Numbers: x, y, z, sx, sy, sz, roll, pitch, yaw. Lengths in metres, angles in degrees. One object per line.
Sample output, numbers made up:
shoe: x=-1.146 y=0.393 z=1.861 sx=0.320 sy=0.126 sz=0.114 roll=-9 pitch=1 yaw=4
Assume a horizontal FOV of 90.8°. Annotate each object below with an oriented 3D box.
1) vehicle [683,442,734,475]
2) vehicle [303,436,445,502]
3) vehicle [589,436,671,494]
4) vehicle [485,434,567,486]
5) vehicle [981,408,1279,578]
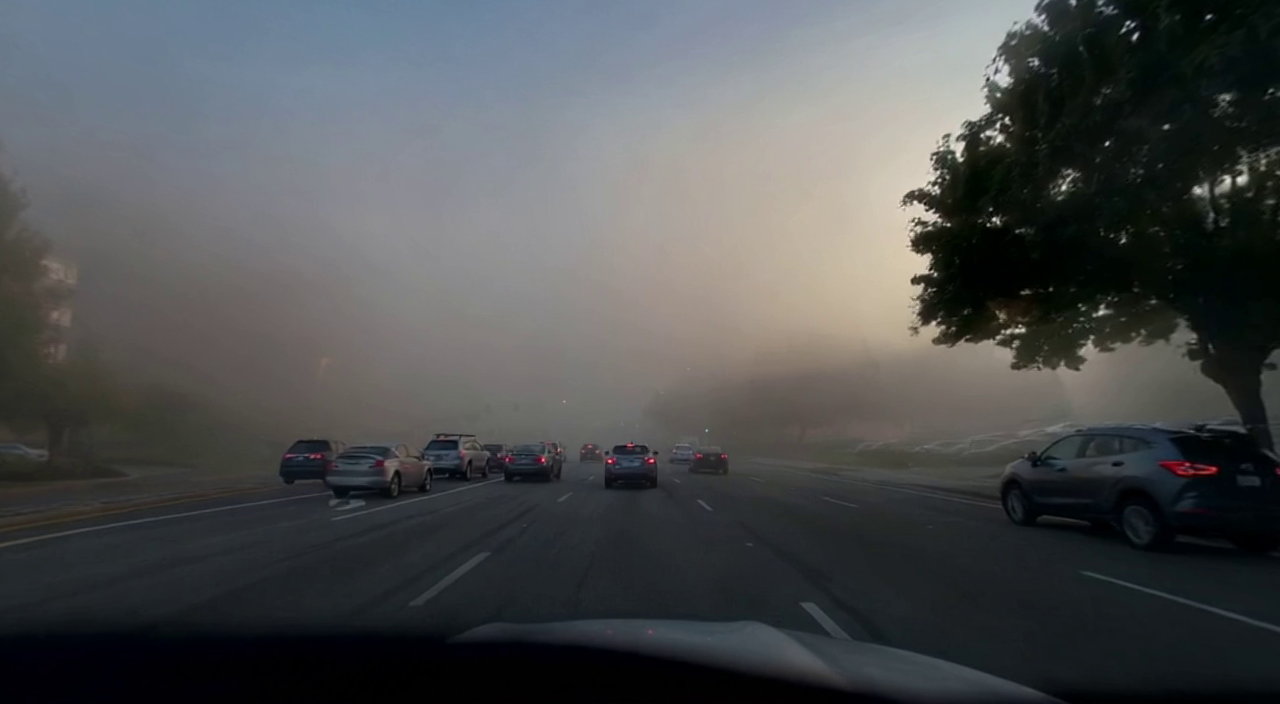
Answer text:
vehicle: x=3.253 y=5.154 z=30.771 sx=1.905 sy=1.473 sz=4.183 roll=0 pitch=-9 yaw=-1
vehicle: x=-6.877 y=3.061 z=16.964 sx=1.877 sy=1.493 sz=4.624 roll=0 pitch=-9 yaw=-1
vehicle: x=-0.274 y=3.322 z=18.913 sx=2.161 sy=1.501 sz=4.184 roll=0 pitch=-9 yaw=0
vehicle: x=-3.883 y=3.771 z=22.333 sx=2.009 sy=1.619 sz=4.376 roll=0 pitch=-9 yaw=1
vehicle: x=6.654 y=1.711 z=8.410 sx=1.889 sy=1.681 sz=4.120 roll=0 pitch=-9 yaw=0
